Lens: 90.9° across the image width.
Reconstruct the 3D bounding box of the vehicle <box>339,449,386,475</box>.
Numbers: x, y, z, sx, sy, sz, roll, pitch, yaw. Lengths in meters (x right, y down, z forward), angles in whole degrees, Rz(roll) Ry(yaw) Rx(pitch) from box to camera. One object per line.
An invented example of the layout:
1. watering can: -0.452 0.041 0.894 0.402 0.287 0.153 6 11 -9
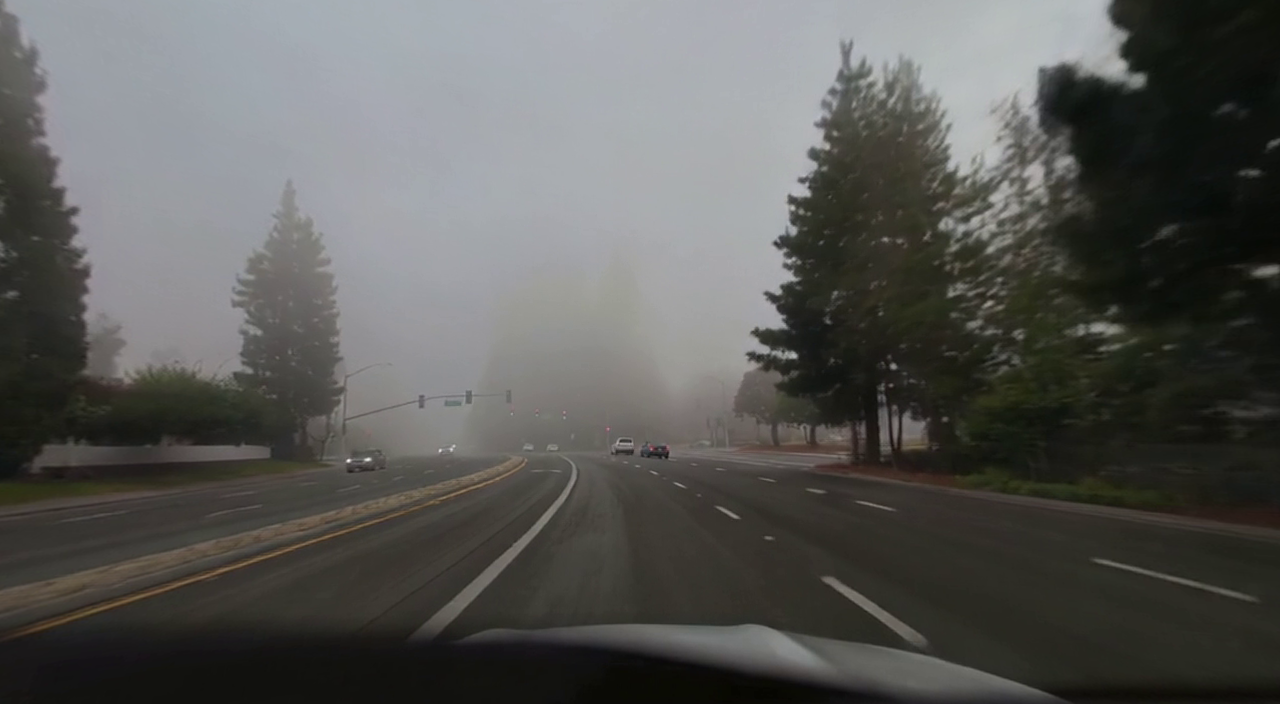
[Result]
1. vehicle: -19.645 7.742 44.753 1.939 1.715 4.310 1 -8 -9
